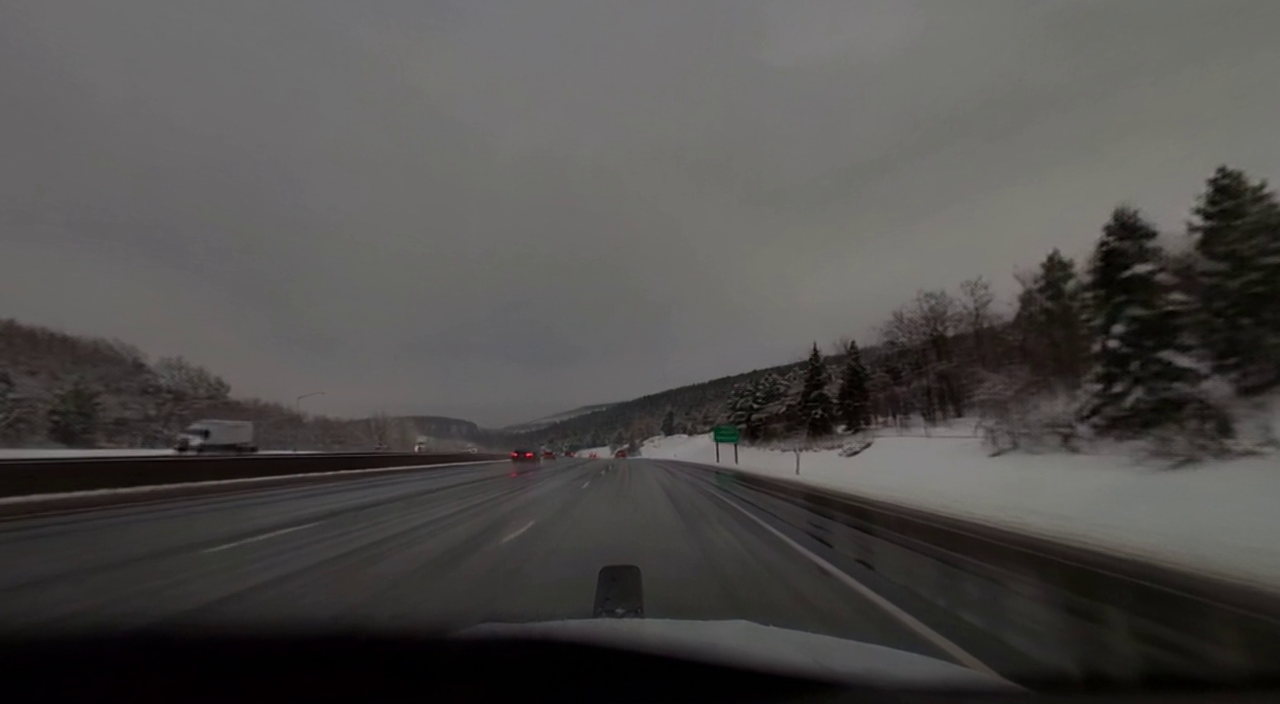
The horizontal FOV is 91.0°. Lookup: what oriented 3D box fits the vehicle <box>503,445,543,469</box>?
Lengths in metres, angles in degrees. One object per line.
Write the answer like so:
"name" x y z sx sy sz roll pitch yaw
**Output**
"vehicle" -8.239 7.432 44.753 2.045 1.624 4.338 0 -9 -1
